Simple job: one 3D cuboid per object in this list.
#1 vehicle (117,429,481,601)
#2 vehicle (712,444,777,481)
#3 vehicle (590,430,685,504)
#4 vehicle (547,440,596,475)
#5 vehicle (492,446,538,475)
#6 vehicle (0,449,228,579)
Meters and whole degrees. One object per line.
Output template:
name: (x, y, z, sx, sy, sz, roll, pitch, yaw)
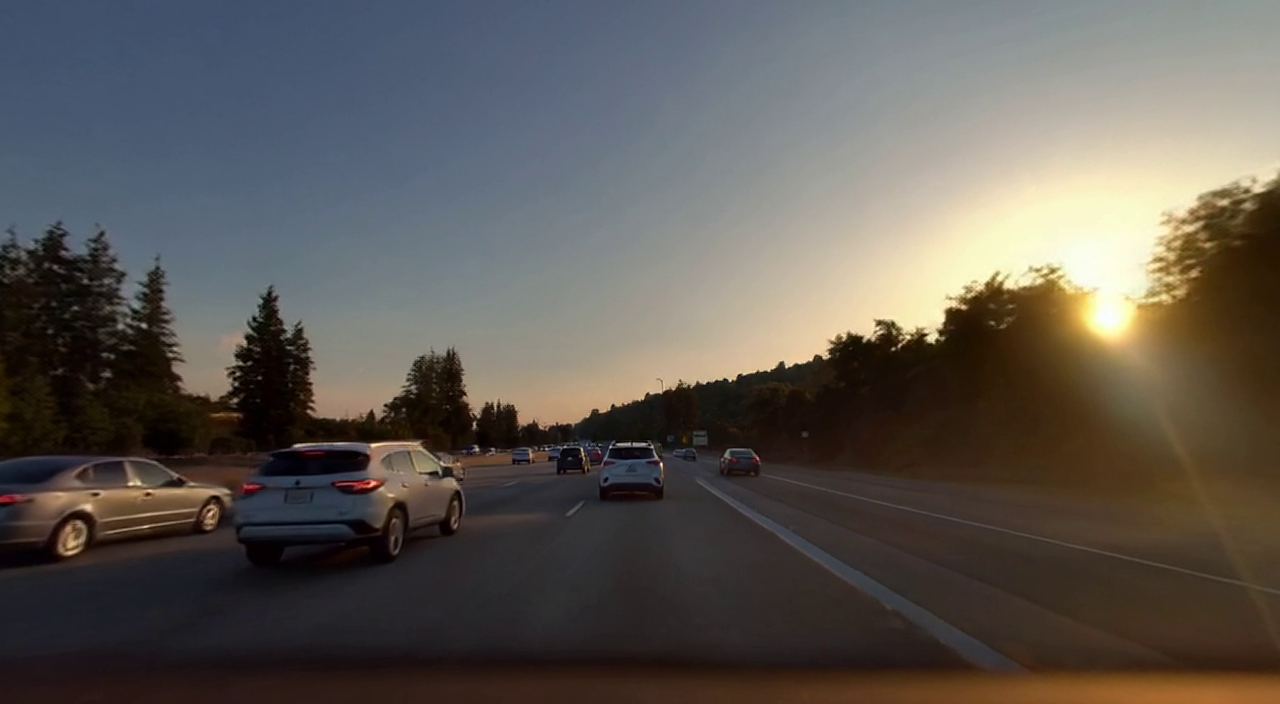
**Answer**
vehicle: (-3.582, 1.773, 7.806, 2.011, 1.498, 4.341, 0, -9, 1)
vehicle: (4.518, 4.832, 27.940, 2.006, 1.474, 4.669, 0, -9, -1)
vehicle: (-0.051, 3.032, 17.004, 2.223, 1.722, 4.177, 0, -9, 0)
vehicle: (-3.648, 5.742, 34.500, 2.142, 1.808, 4.266, 0, -9, 1)
vehicle: (-7.443, 6.457, 37.839, 1.931, 1.617, 4.060, 0, -9, 0)
vehicle: (-7.946, 2.019, 8.513, 1.948, 1.391, 4.111, 0, -9, 0)
